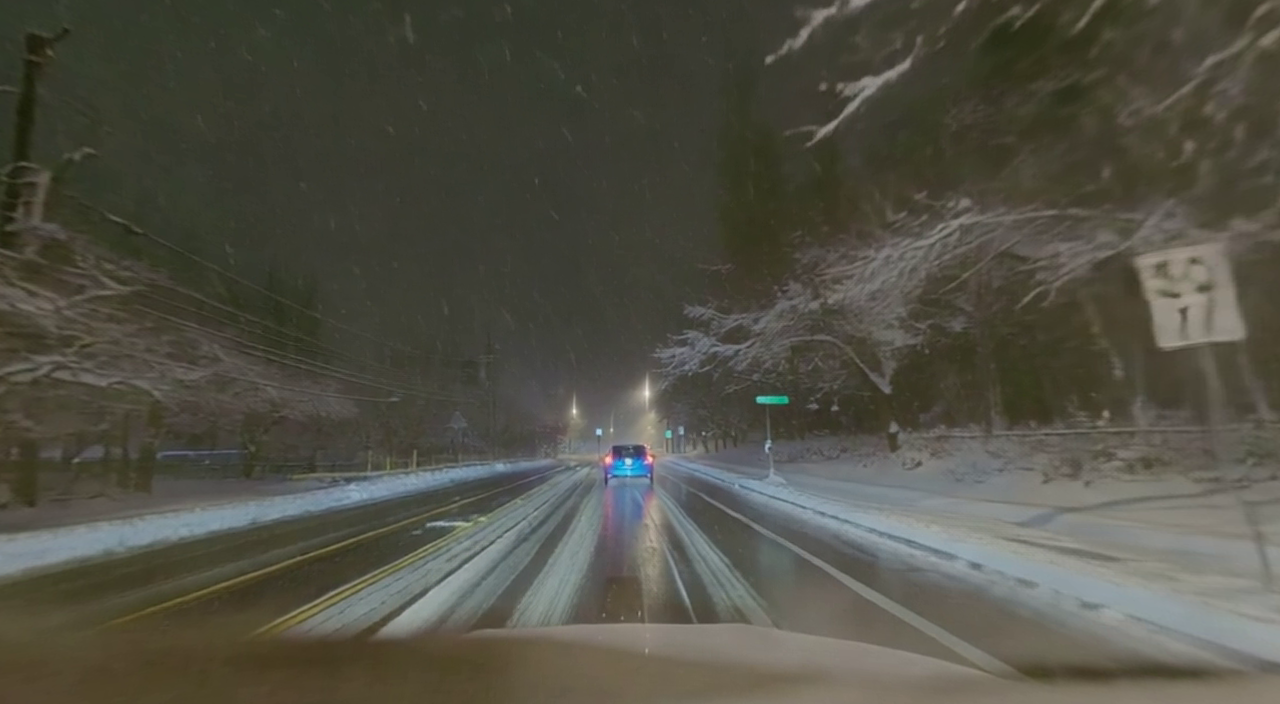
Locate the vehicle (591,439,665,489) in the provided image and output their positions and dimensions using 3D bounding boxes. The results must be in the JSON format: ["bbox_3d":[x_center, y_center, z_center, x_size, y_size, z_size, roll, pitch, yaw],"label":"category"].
[{"bbox_3d":[-0.384,3.809,21.820,2.295,1.510,4.364,0,-9,0],"label":"vehicle"}]
